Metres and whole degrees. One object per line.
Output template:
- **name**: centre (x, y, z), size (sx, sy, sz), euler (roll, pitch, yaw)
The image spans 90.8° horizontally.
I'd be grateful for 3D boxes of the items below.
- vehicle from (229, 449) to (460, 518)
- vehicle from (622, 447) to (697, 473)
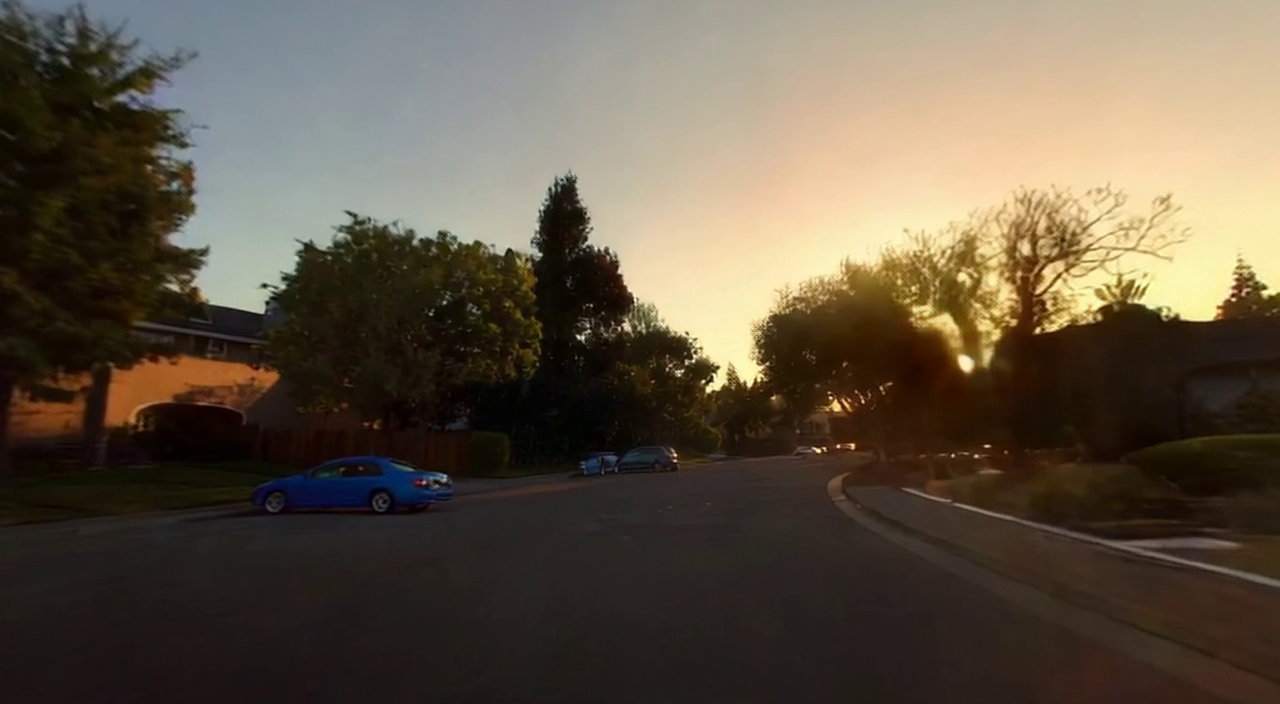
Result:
- **vehicle**: centre (-6.964, 3.095, 15.162), size (4.653, 1.480, 1.871), euler (-1, -9, 7)
- **vehicle**: centre (1.346, 7.233, 42.551), size (4.692, 1.660, 1.879), euler (-3, -9, 18)
